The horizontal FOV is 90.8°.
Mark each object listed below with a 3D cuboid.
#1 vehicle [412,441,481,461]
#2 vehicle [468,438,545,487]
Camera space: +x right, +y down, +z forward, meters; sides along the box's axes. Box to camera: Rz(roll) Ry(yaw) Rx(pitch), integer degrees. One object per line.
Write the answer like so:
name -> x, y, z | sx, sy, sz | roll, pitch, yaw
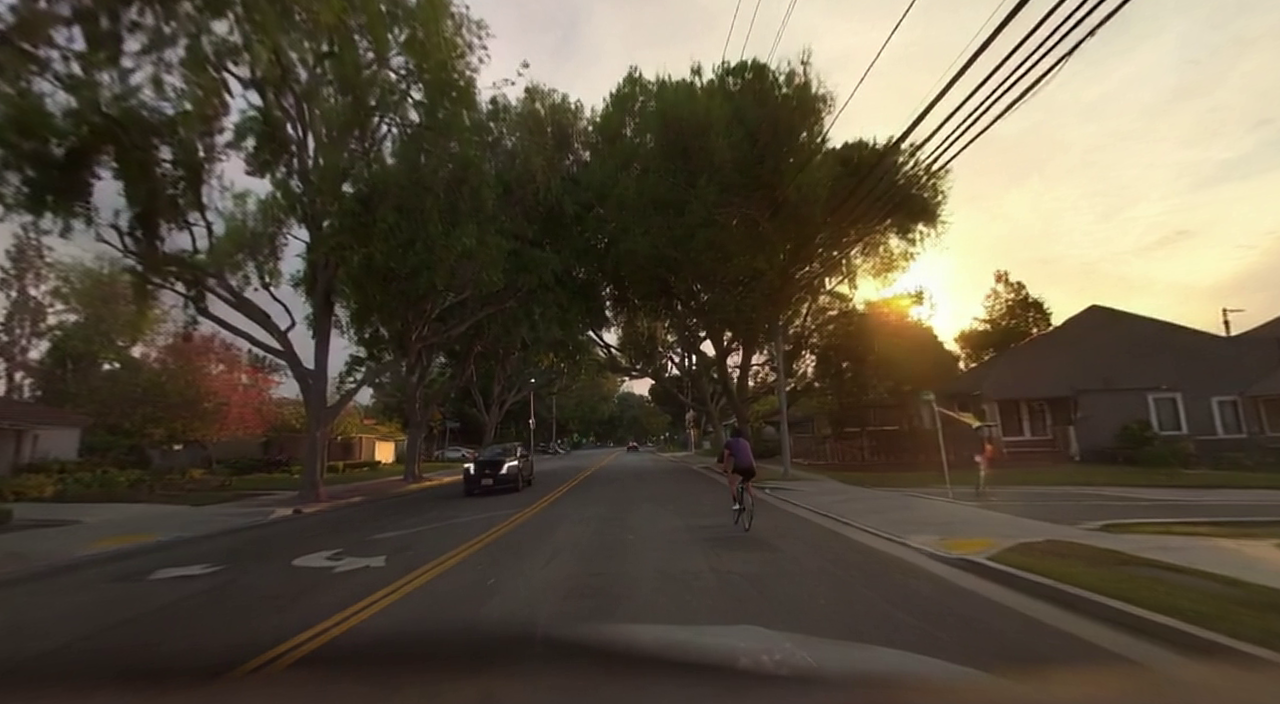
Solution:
vehicle -> -15.142, 7.749, 49.654 | 4.805, 1.508, 1.954 | 0, -9, -1
vehicle -> -5.212, 4.383, 25.373 | 2.073, 1.761, 4.589 | 0, -8, 0
